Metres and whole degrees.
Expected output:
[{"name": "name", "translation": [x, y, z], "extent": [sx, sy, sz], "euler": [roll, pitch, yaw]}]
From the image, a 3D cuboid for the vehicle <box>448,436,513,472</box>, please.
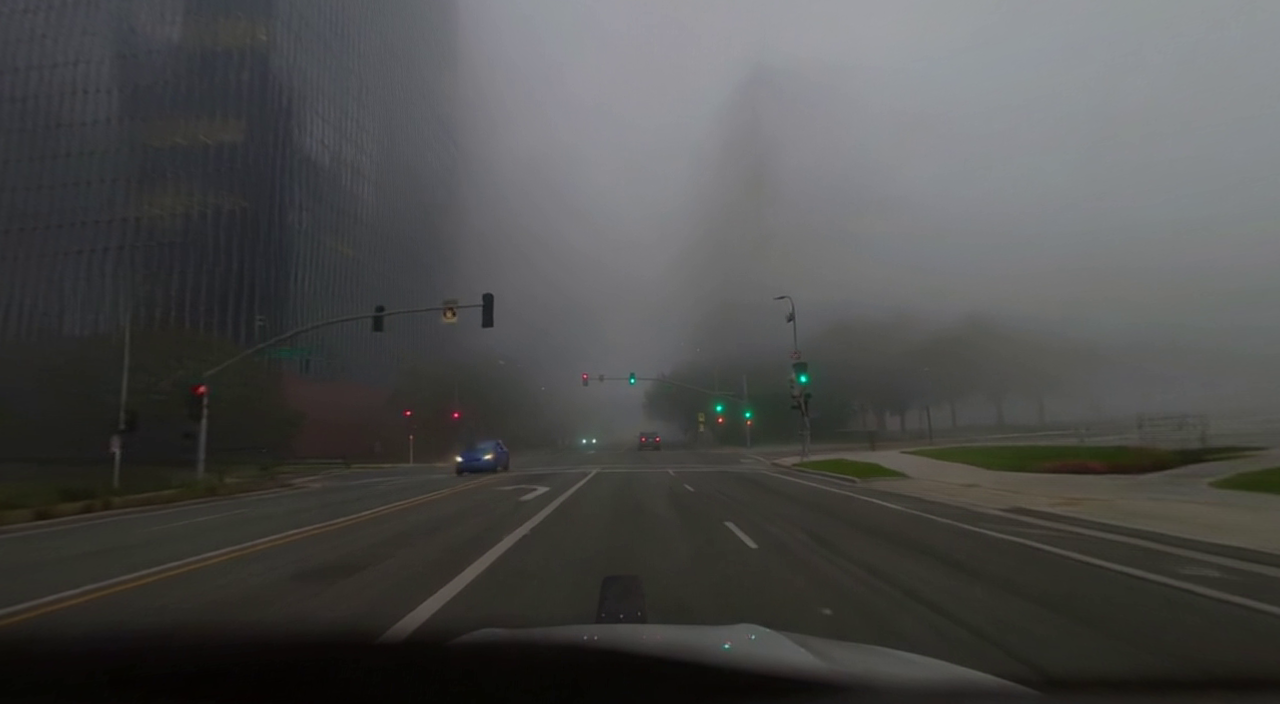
[{"name": "vehicle", "translation": [-7.836, 5.044, 31.414], "extent": [2.165, 1.685, 4.274], "euler": [0, -8, -1]}]
